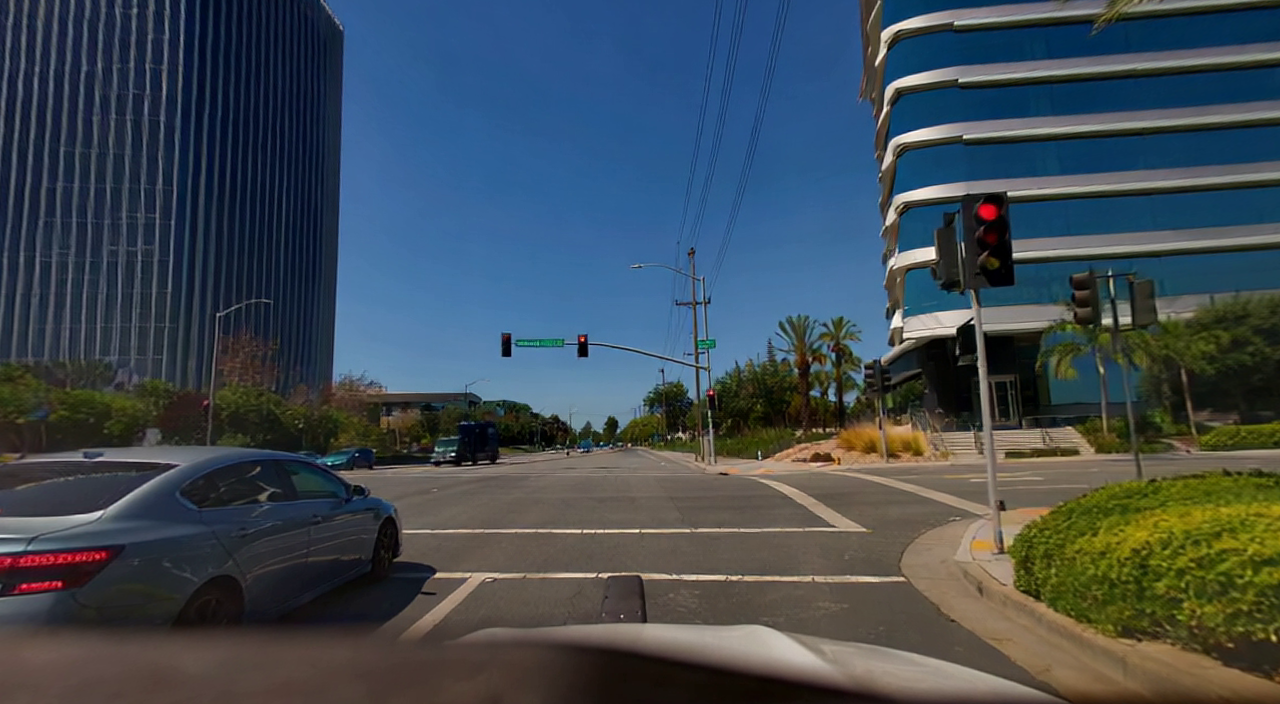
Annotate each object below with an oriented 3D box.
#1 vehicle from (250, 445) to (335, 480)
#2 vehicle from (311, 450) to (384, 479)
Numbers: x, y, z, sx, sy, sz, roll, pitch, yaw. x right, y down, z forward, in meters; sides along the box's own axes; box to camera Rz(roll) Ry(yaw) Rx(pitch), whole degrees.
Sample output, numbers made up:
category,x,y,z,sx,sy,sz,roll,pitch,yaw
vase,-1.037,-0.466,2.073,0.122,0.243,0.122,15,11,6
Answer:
category,x,y,z,sx,sy,sz,roll,pitch,yaw
vehicle,-19.097,6.068,34.878,2.017,1.739,4.569,0,-9,1
vehicle,-15.364,5.920,33.302,1.875,1.389,3.784,0,-9,3
